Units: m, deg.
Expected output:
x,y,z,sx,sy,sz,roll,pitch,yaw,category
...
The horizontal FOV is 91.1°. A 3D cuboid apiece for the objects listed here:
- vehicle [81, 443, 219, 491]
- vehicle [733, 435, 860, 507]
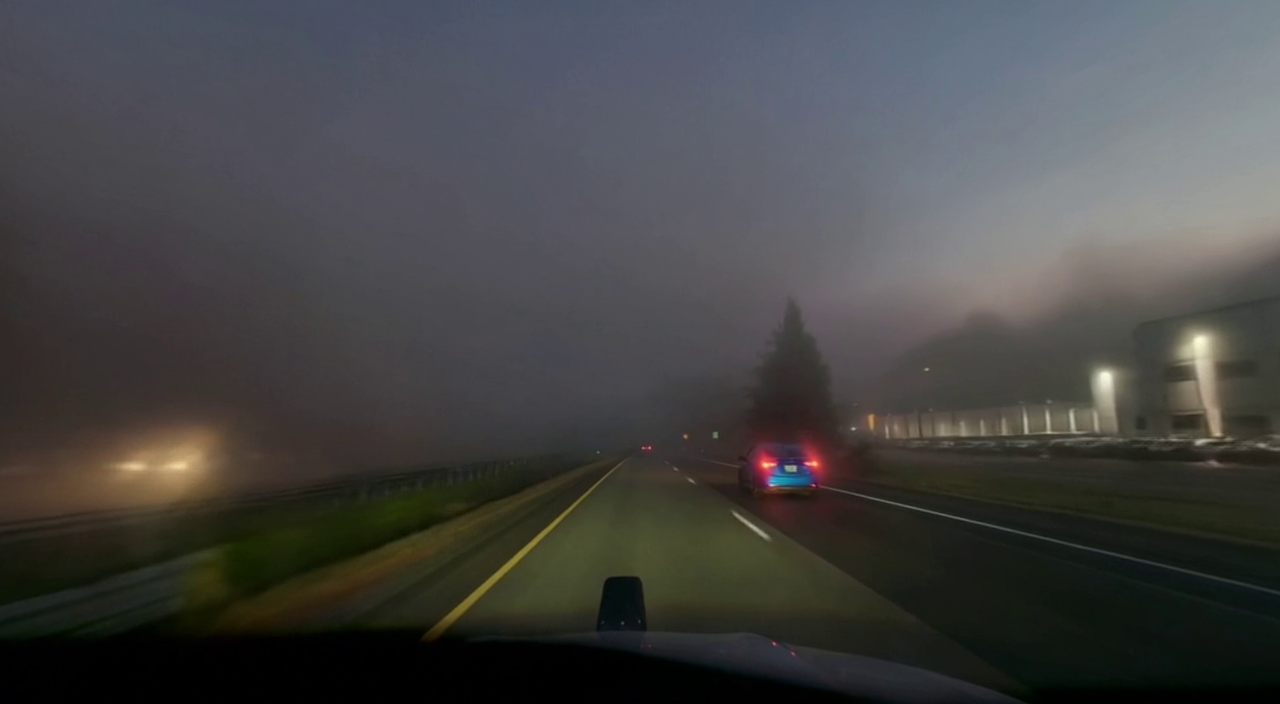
x,y,z,sx,sy,sz,roll,pitch,yaw,category
-20.548,4.802,26.661,2.101,1.837,4.524,0,-8,1,vehicle
3.667,2.859,15.558,2.079,1.531,3.997,0,-8,-1,vehicle
